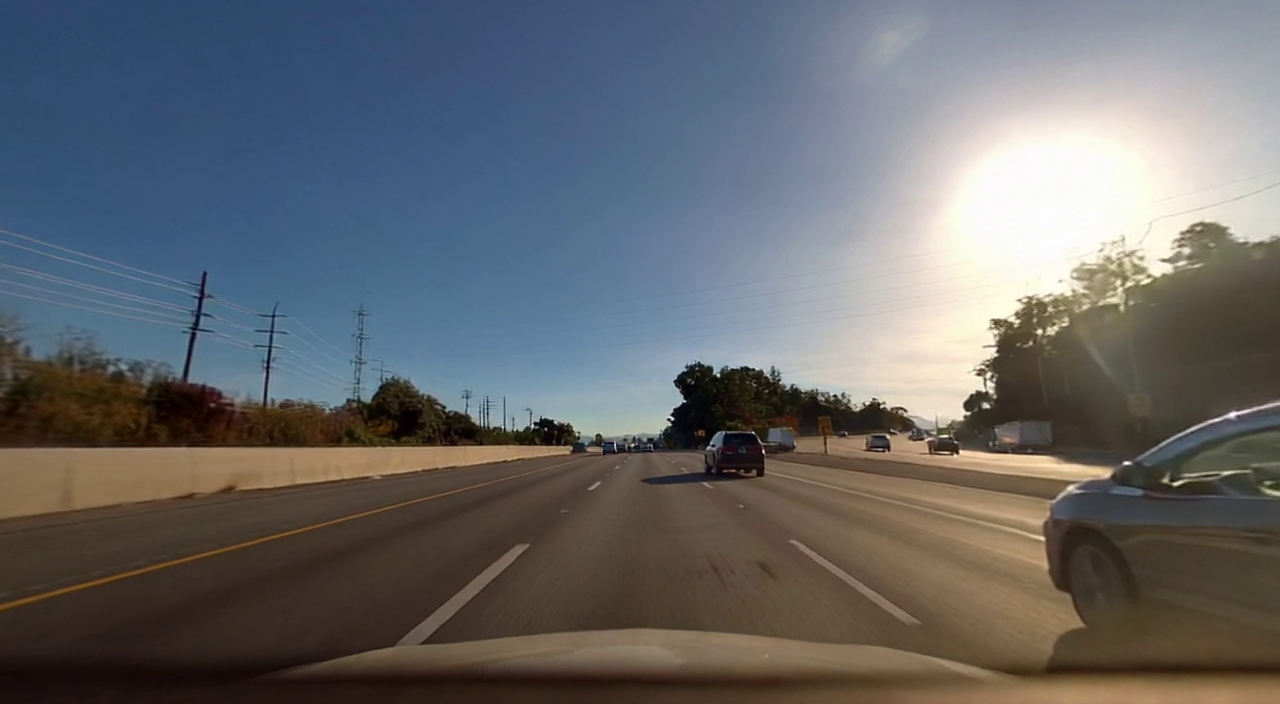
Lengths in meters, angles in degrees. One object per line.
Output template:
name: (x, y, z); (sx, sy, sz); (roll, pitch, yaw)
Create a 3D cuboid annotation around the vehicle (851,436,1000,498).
vehicle: (7.662, 3.117, 17.537); (2.022, 1.466, 4.509); (0, -8, 0)

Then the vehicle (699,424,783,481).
vehicle: (3.887, 4.020, 25.439); (2.442, 2.022, 5.466); (0, -8, 0)

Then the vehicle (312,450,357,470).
vehicle: (-22.246, 7.864, 46.082); (1.538, 1.364, 3.395); (0, -8, 0)

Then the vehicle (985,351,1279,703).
vehicle: (3.797, 0.820, 2.685); (2.146, 1.639, 4.475); (-1, -8, 1)
